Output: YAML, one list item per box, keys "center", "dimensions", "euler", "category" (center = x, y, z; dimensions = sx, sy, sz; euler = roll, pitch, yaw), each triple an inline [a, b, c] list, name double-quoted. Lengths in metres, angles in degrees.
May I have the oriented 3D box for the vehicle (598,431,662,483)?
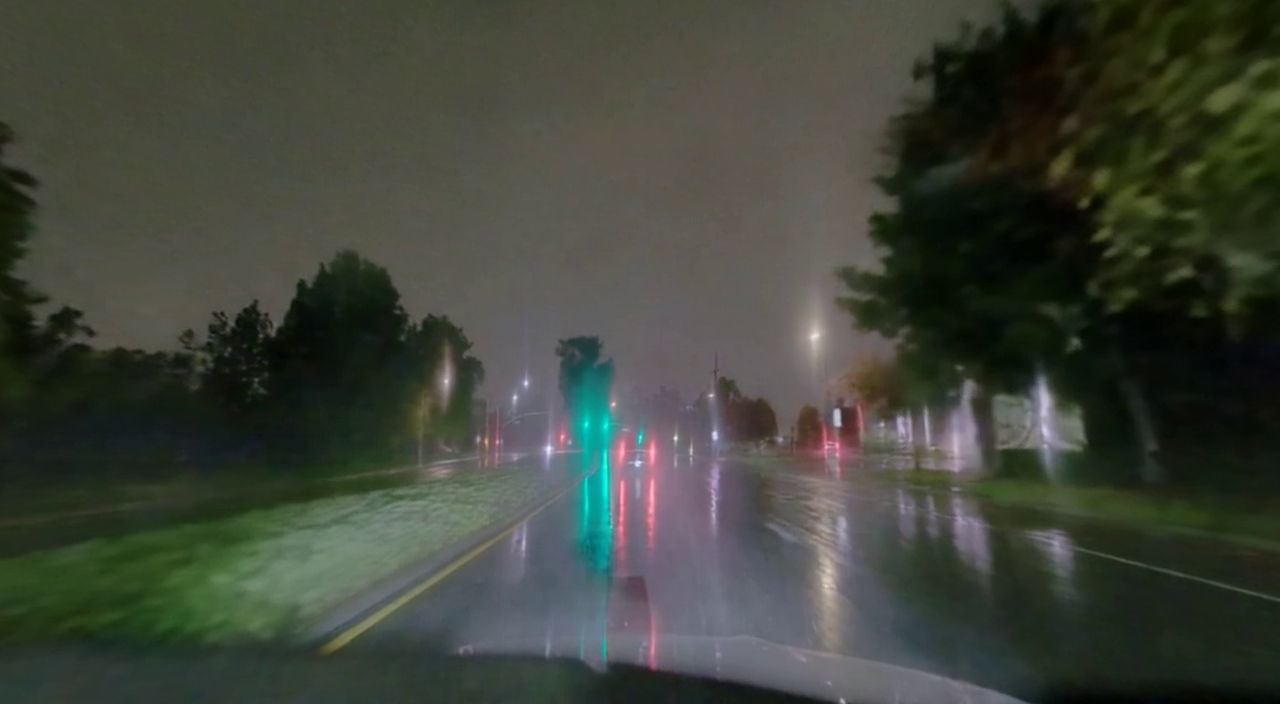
- center: [-0.363, 3.917, 23.770]
  dimensions: [2.192, 1.734, 4.176]
  euler: [0, -8, -1]
  category: "vehicle"
